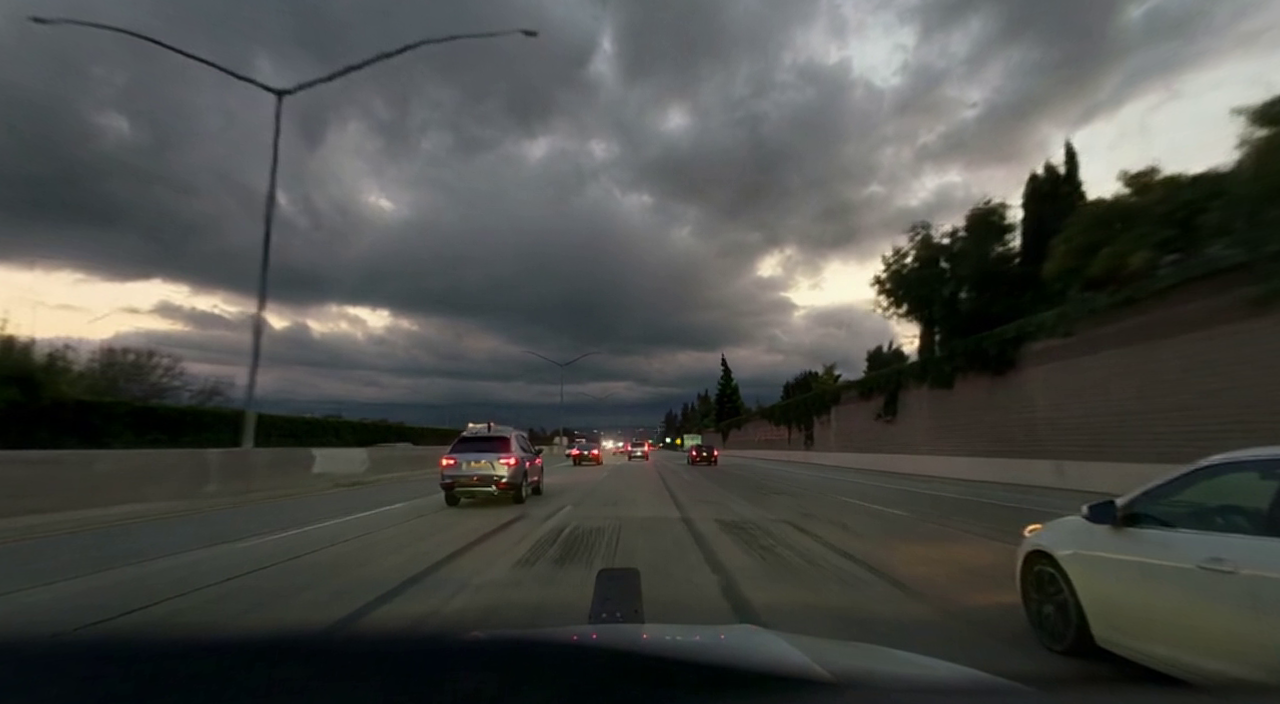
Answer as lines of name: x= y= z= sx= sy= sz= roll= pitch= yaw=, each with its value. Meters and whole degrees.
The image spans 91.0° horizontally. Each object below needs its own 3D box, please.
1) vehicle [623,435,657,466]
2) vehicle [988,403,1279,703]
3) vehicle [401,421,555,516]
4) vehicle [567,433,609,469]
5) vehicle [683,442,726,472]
vehicle: x=-0.016 y=7.630 z=48.967 sx=2.485 sy=2.215 sz=5.199 roll=0 pitch=-9 yaw=0
vehicle: x=3.521 y=0.955 z=2.224 sx=1.916 sy=1.566 sz=4.611 roll=0 pitch=-9 yaw=0
vehicle: x=-3.528 y=2.681 z=15.047 sx=2.184 sy=1.819 sz=5.441 roll=0 pitch=-9 yaw=1
vehicle: x=-3.356 y=6.539 z=41.571 sx=2.378 sy=2.214 sz=4.352 roll=0 pitch=-9 yaw=0
vehicle: x=3.945 y=6.493 z=39.272 sx=2.224 sy=1.752 sz=4.487 roll=0 pitch=-9 yaw=0
